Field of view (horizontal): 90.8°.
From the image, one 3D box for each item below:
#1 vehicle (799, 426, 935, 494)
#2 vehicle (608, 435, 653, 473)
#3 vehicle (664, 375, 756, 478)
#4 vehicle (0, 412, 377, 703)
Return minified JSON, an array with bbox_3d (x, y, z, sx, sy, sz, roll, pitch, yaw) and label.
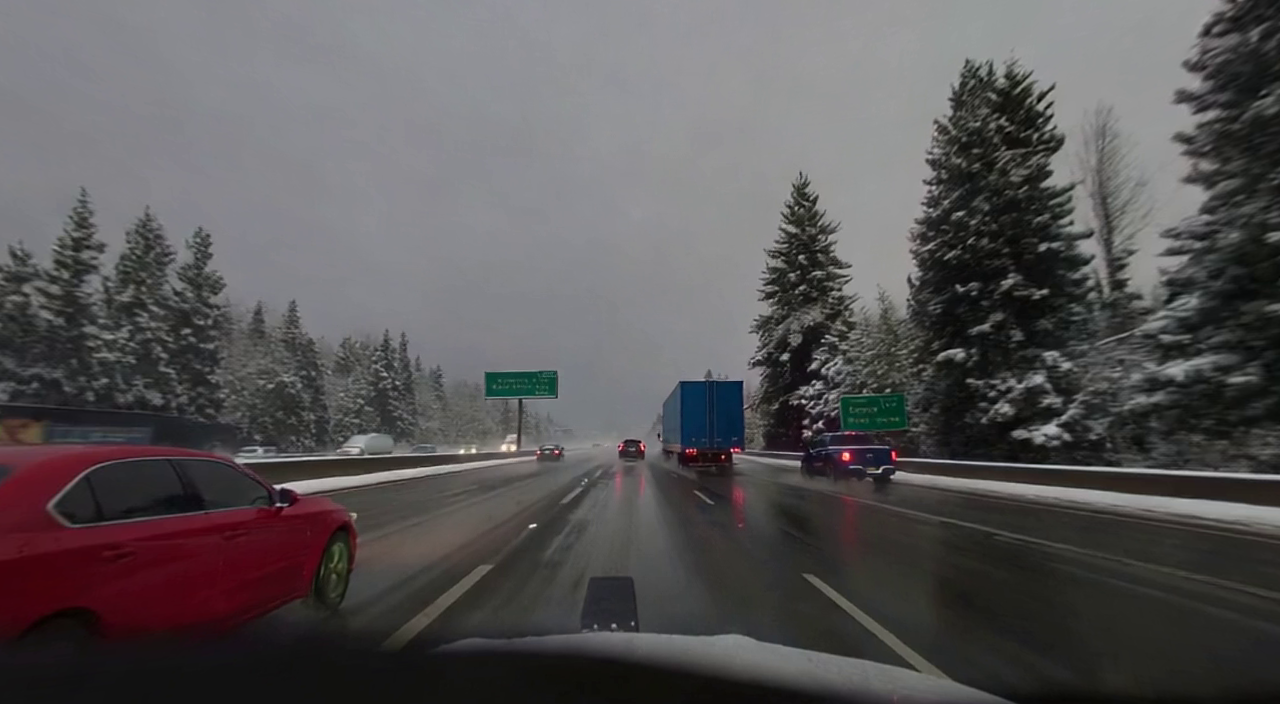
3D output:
[{"bbox_3d":[6.741,3.302,19.631,2.106,1.795,5.489,0,-9,-1],"label":"vehicle"},{"bbox_3d":[-0.481,5.291,32.847,2.203,1.805,4.358,0,-9,-1],"label":"vehicle"},{"bbox_3d":[3.029,4.086,32.531,2.876,4.086,15.117,0,-9,-1],"label":"vehicle"},{"bbox_3d":[-3.031,1.012,2.723,1.864,1.406,4.544,0,-9,0],"label":"vehicle"}]
